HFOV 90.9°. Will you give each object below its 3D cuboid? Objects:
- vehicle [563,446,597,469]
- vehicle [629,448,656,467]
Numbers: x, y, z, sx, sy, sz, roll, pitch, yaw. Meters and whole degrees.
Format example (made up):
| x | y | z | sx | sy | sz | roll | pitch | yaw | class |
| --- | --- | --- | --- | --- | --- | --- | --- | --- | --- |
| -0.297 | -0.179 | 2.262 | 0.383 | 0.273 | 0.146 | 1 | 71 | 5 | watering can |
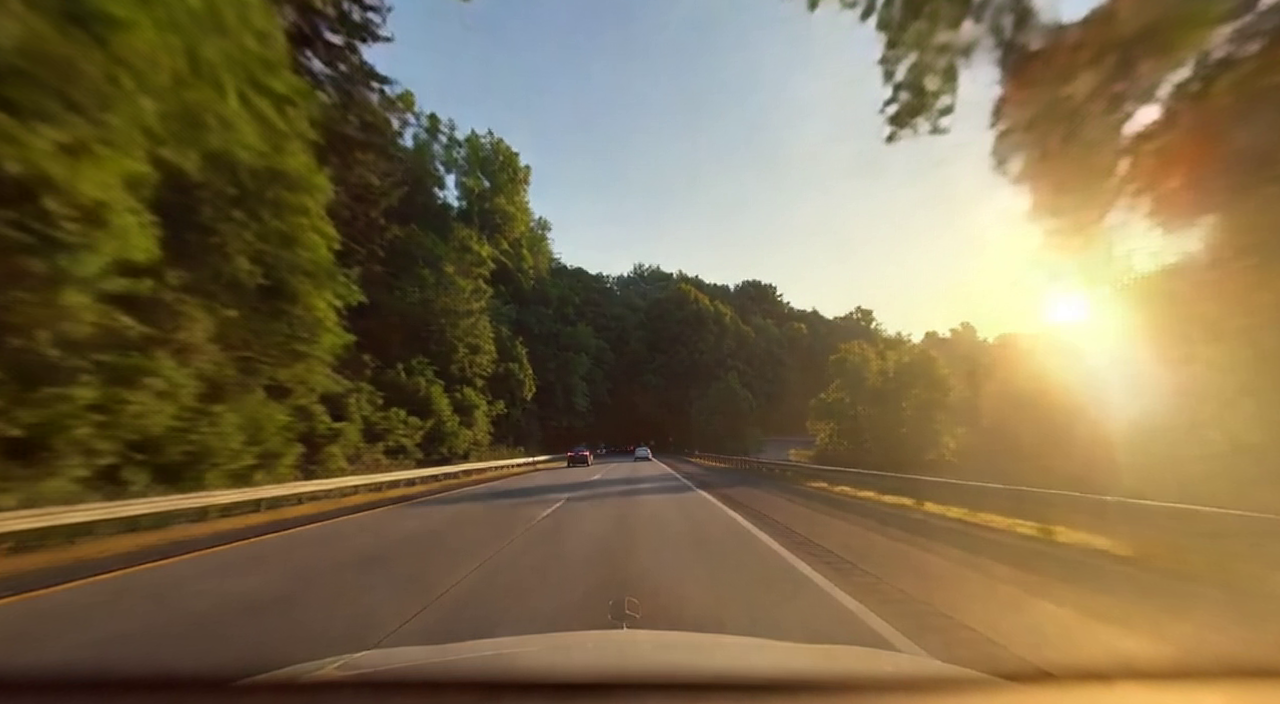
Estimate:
| x | y | z | sx | sy | sz | roll | pitch | yaw | class |
| --- | --- | --- | --- | --- | --- | --- | --- | --- | --- |
| -4.229 | 7.531 | 45.087 | 2.112 | 1.498 | 4.117 | 0 | -9 | 0 | vehicle |
| 0.198 | 8.176 | 49.087 | 1.989 | 1.402 | 3.831 | 0 | -9 | 0 | vehicle |
